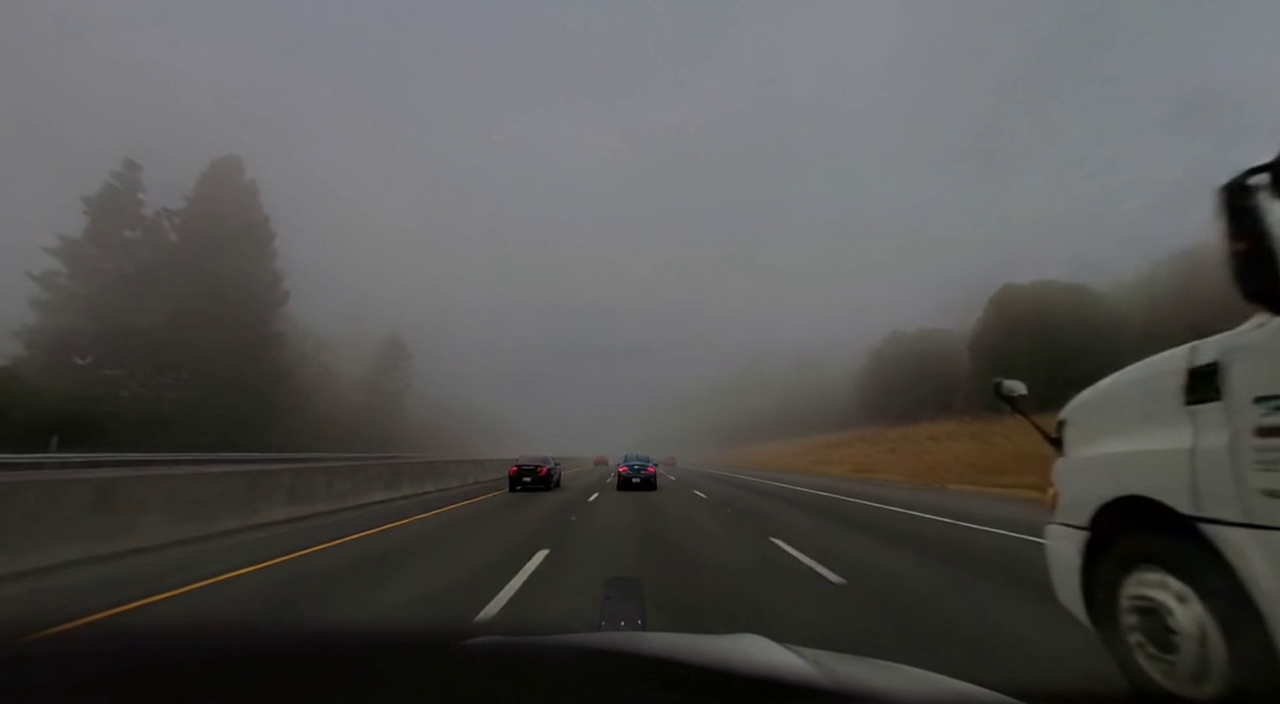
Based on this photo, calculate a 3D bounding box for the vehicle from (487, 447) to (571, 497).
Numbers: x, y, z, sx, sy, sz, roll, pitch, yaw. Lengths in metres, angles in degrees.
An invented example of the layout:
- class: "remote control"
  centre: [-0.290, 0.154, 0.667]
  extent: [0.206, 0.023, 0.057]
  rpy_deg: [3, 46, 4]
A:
- class: "vehicle"
  centre: [-3.790, 4.172, 22.336]
  extent: [2.153, 1.581, 4.375]
  rpy_deg: [0, -9, 0]

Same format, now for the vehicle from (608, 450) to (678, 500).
- class: "vehicle"
  centre: [0.072, 3.880, 20.297]
  extent: [2.023, 1.400, 4.028]
  rpy_deg: [0, -9, 0]

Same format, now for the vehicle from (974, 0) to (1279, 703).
- class: "vehicle"
  centre: [4.305, -0.275, 1.718]
  extent: [3.017, 3.953, 6.582]
  rpy_deg: [0, -9, 0]
